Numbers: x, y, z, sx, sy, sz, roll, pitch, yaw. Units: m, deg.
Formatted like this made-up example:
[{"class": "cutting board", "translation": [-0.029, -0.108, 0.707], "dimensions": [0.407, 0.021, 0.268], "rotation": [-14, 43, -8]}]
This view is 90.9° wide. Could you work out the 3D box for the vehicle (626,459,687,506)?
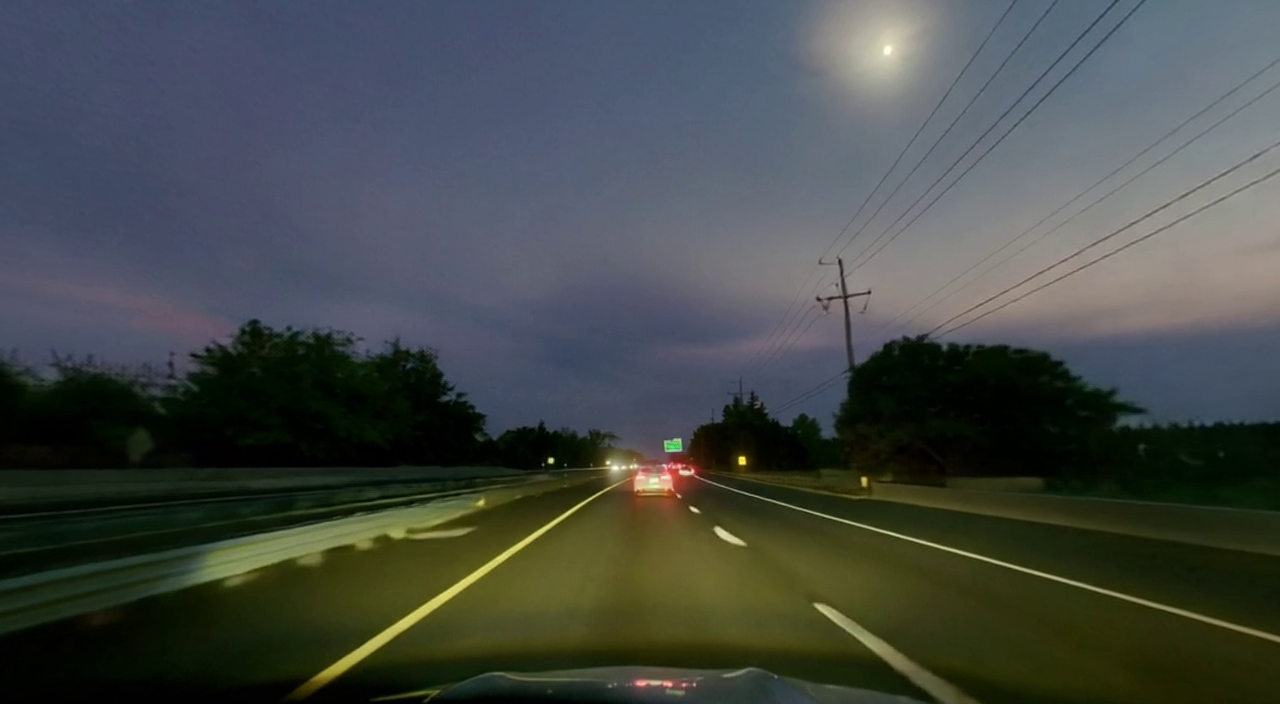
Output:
[{"class": "vehicle", "translation": [0.535, 4.622, 22.530], "dimensions": [1.987, 1.480, 3.786], "rotation": [1, -10, 0]}]
